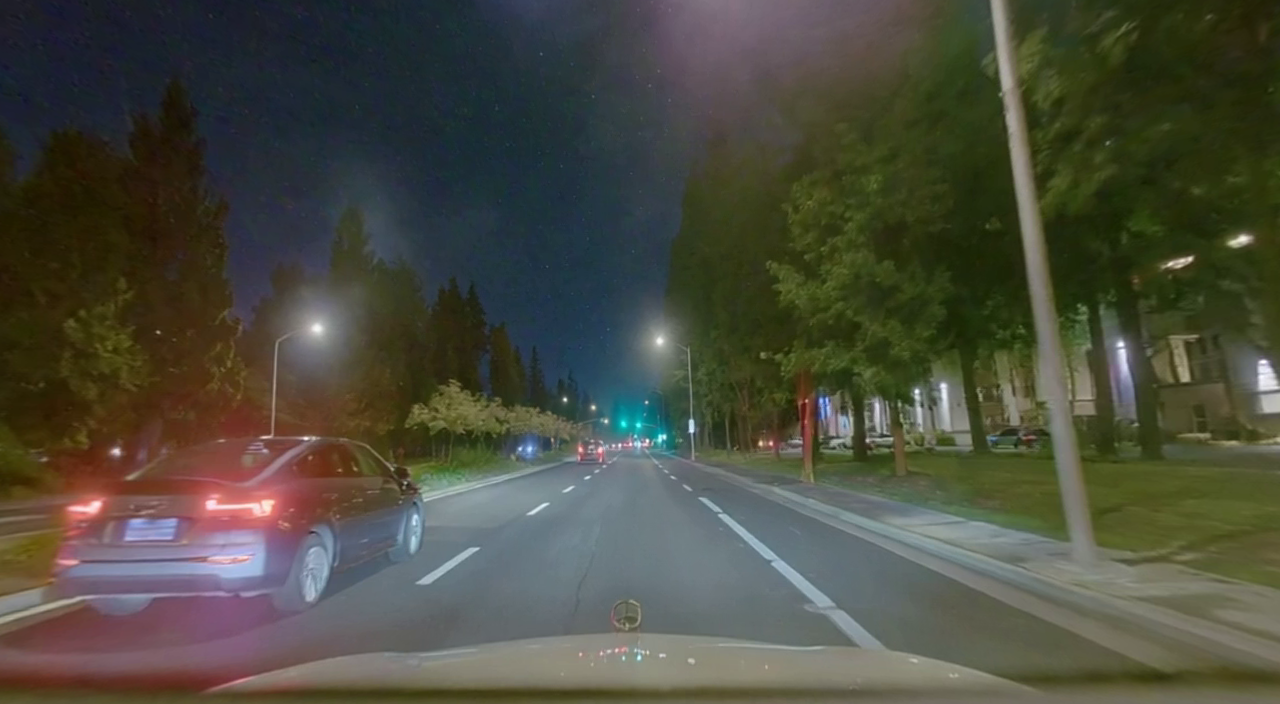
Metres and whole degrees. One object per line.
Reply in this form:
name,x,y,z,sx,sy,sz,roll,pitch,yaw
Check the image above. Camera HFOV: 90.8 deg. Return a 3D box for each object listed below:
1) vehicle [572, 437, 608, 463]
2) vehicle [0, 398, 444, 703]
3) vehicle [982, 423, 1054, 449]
vehicle,-3.510,7.019,45.221,2.138,1.733,4.427,0,-8,0
vehicle,-3.467,1.325,5.354,2.011,1.498,4.914,0,-8,0
vehicle,27.181,6.139,45.648,1.837,1.720,4.764,1,-9,-7
